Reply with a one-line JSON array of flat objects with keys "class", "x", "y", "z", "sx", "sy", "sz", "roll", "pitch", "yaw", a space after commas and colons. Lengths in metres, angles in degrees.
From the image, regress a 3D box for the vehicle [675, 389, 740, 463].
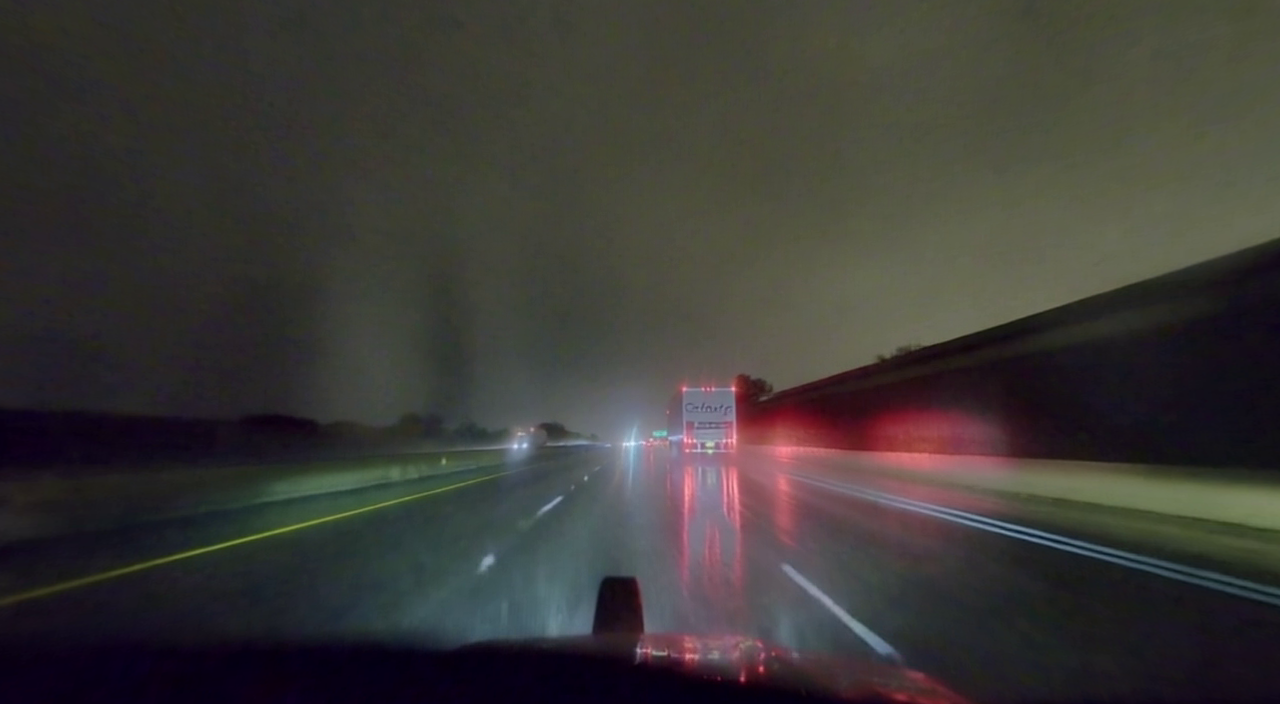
[{"class": "vehicle", "x": 3.843, "y": 4.562, "z": 37.897, "sx": 2.840, "sy": 3.947, "sz": 8.920, "roll": 0, "pitch": -8, "yaw": 0}]
